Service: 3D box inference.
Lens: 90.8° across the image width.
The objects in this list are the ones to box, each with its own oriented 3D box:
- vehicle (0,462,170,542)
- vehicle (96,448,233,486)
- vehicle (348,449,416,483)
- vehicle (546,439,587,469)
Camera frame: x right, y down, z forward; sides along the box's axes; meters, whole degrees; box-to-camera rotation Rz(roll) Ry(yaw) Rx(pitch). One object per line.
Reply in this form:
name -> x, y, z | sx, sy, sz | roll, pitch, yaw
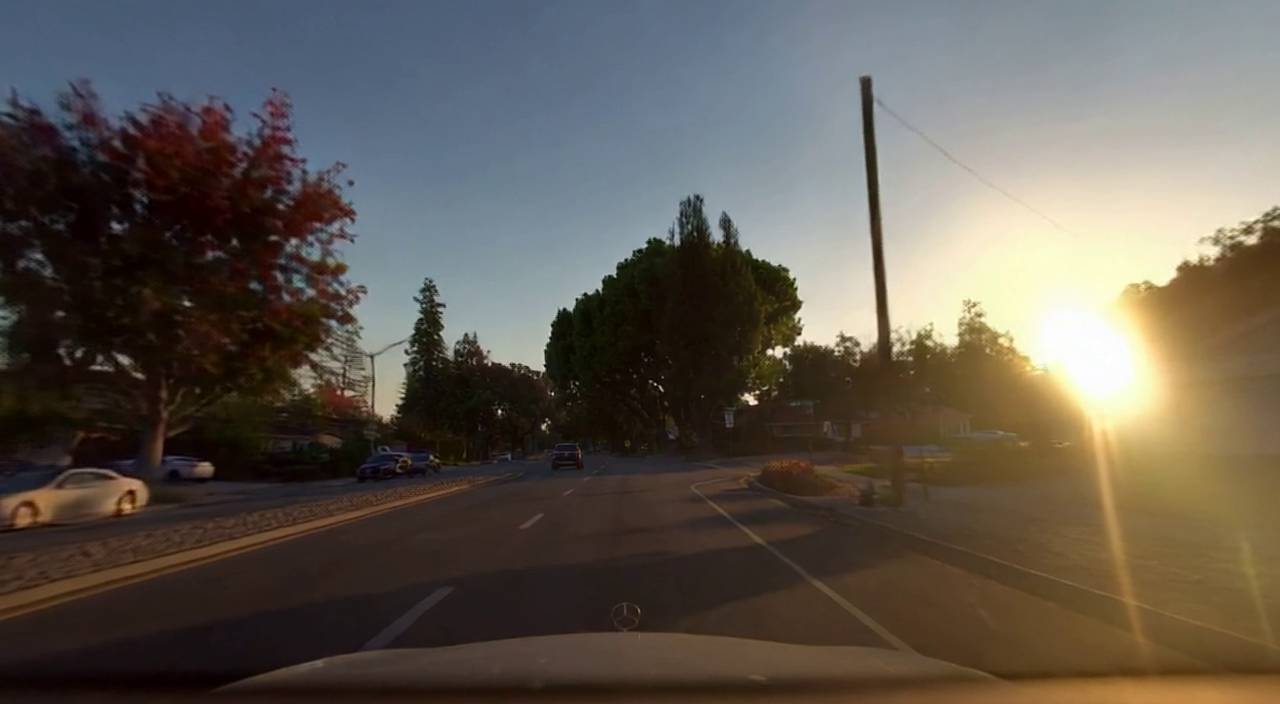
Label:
vehicle -> -14.221, 3.515, 15.399 | 1.900, 1.494, 4.730 | 0, -8, -1
vehicle -> -22.290, 5.379, 29.752 | 4.887, 1.711, 2.014 | 0, -8, 4
vehicle -> -14.476, 6.398, 35.736 | 1.966, 1.760, 4.604 | 0, -8, -1
vehicle -> -4.577, 6.431, 39.986 | 2.135, 1.731, 4.232 | 0, -8, -1
